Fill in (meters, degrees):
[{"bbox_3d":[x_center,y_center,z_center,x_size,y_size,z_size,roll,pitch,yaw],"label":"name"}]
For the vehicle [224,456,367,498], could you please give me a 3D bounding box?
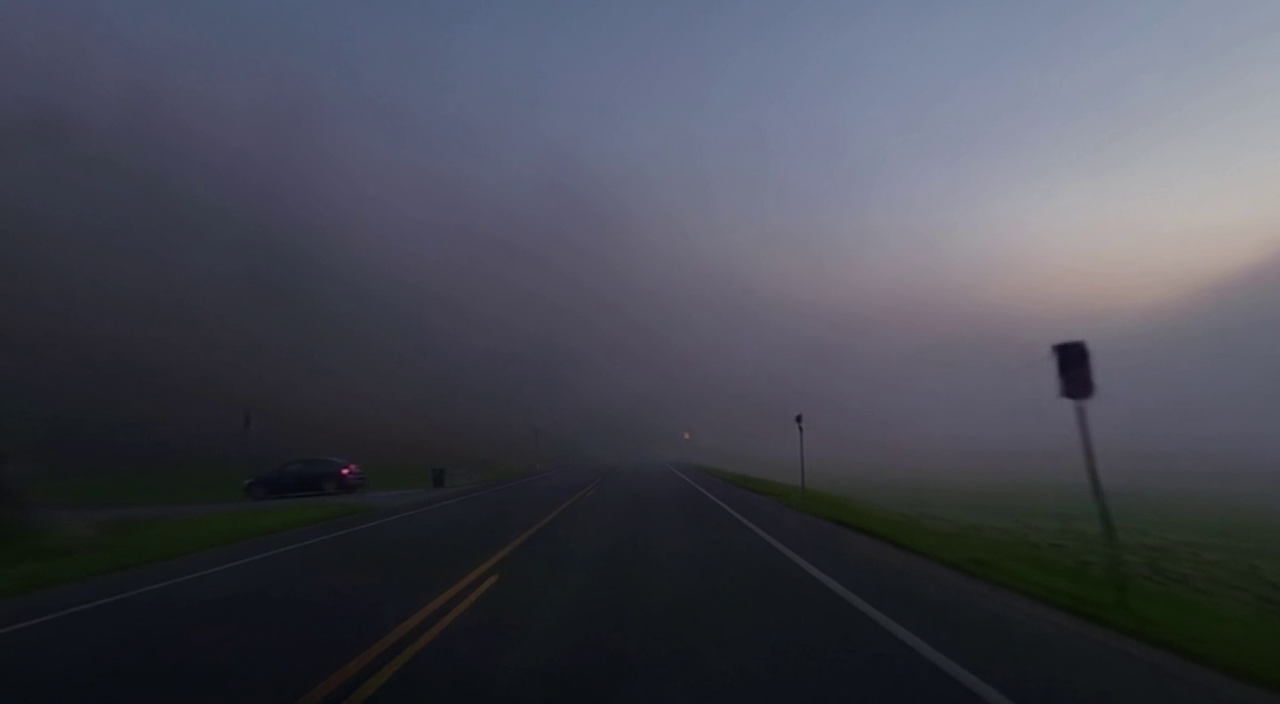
[{"bbox_3d":[-12.769,4.642,23.585,4.266,1.425,1.759,0,-9,-3],"label":"vehicle"}]
